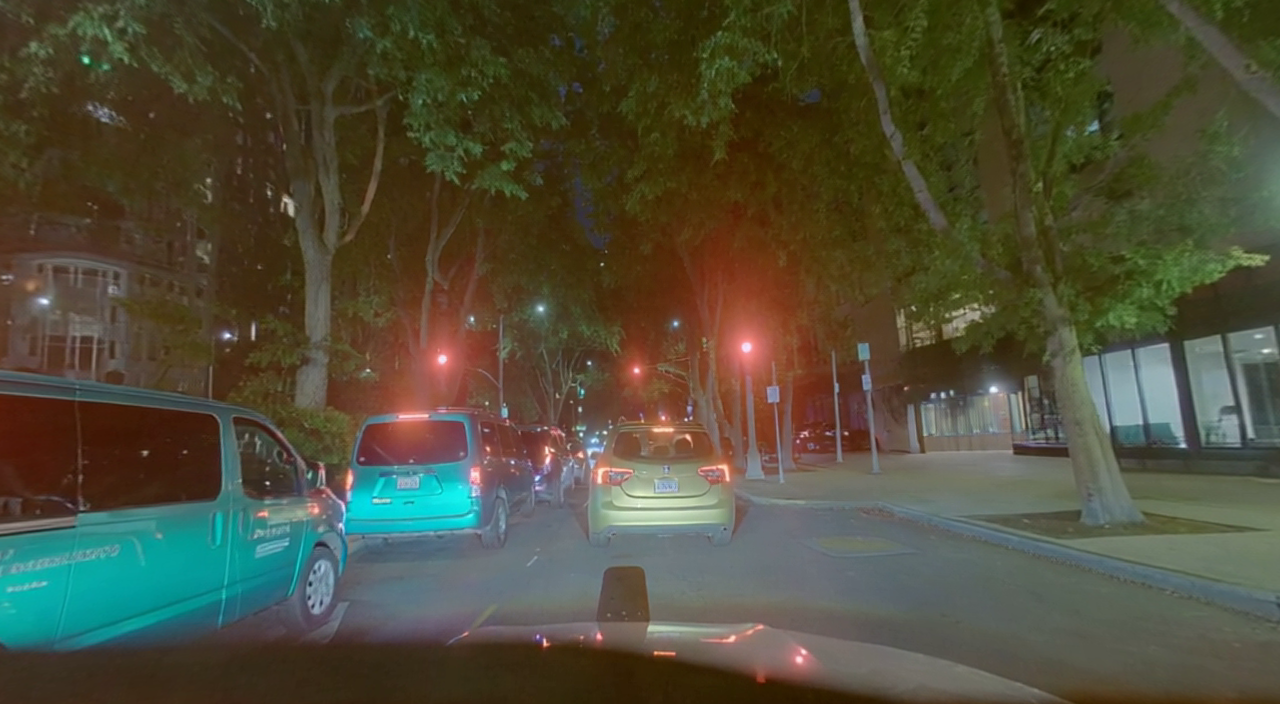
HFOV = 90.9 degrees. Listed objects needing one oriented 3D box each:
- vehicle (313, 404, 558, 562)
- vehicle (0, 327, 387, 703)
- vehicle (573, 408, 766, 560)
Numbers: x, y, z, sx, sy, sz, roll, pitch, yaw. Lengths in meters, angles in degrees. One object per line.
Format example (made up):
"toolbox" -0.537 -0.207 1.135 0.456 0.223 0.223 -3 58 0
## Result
"vehicle" -2.652 1.843 9.598 2.124 1.799 4.587 0 -8 1
"vehicle" -3.177 0.979 3.481 1.940 1.722 3.823 0 -8 0
"vehicle" 0.356 1.808 9.251 2.205 1.727 3.917 0 -8 1
